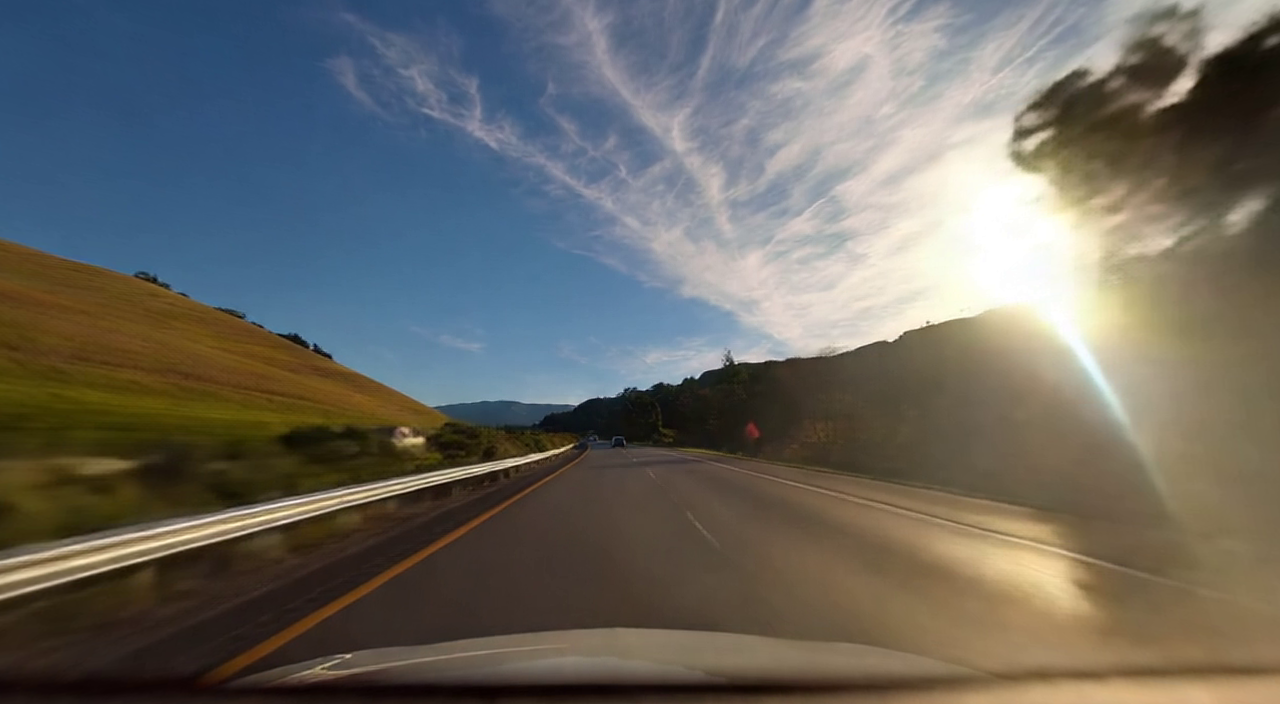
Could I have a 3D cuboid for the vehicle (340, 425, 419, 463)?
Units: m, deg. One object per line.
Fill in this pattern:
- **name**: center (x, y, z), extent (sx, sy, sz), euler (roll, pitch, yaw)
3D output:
- **vehicle**: center (-12.883, 4.596, 31.462), extent (2.143, 1.728, 4.574), euler (0, -8, -3)
